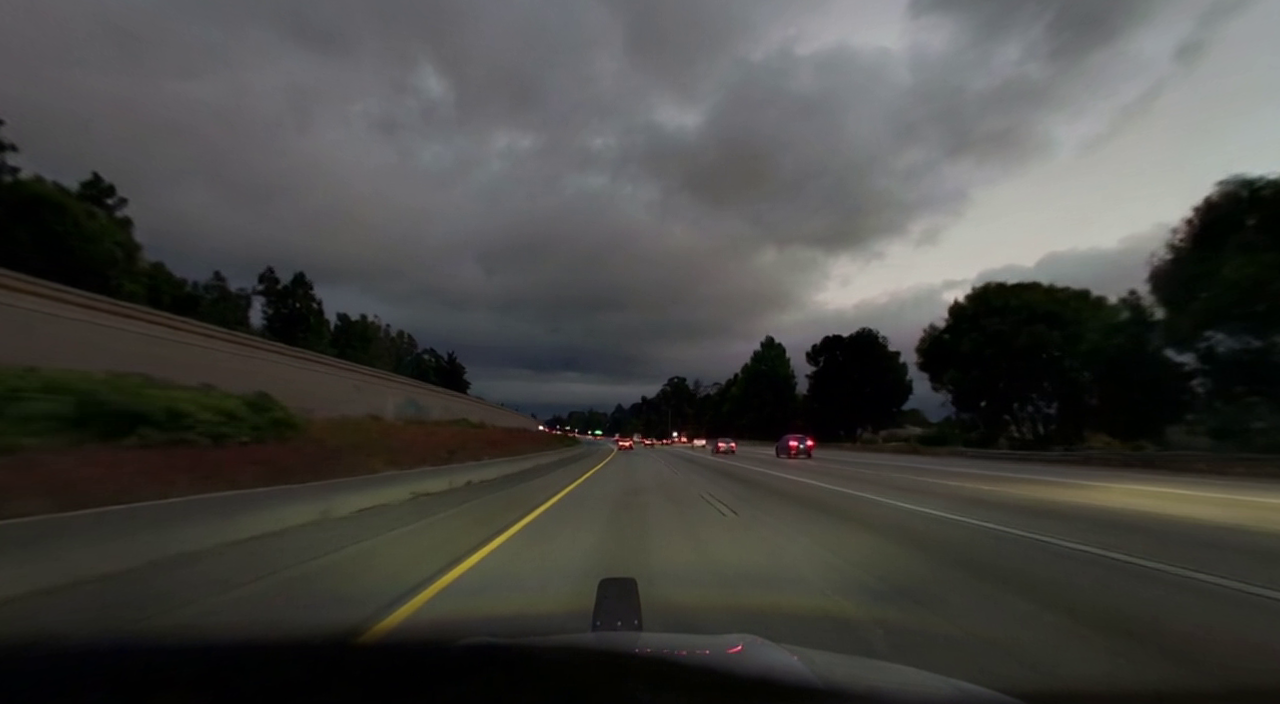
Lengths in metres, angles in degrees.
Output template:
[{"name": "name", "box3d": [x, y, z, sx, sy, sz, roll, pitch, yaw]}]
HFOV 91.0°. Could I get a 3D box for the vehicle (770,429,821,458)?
[{"name": "vehicle", "box3d": [10.133, 6.028, 41.437, 2.077, 1.763, 4.472, 0, -8, -2]}]
